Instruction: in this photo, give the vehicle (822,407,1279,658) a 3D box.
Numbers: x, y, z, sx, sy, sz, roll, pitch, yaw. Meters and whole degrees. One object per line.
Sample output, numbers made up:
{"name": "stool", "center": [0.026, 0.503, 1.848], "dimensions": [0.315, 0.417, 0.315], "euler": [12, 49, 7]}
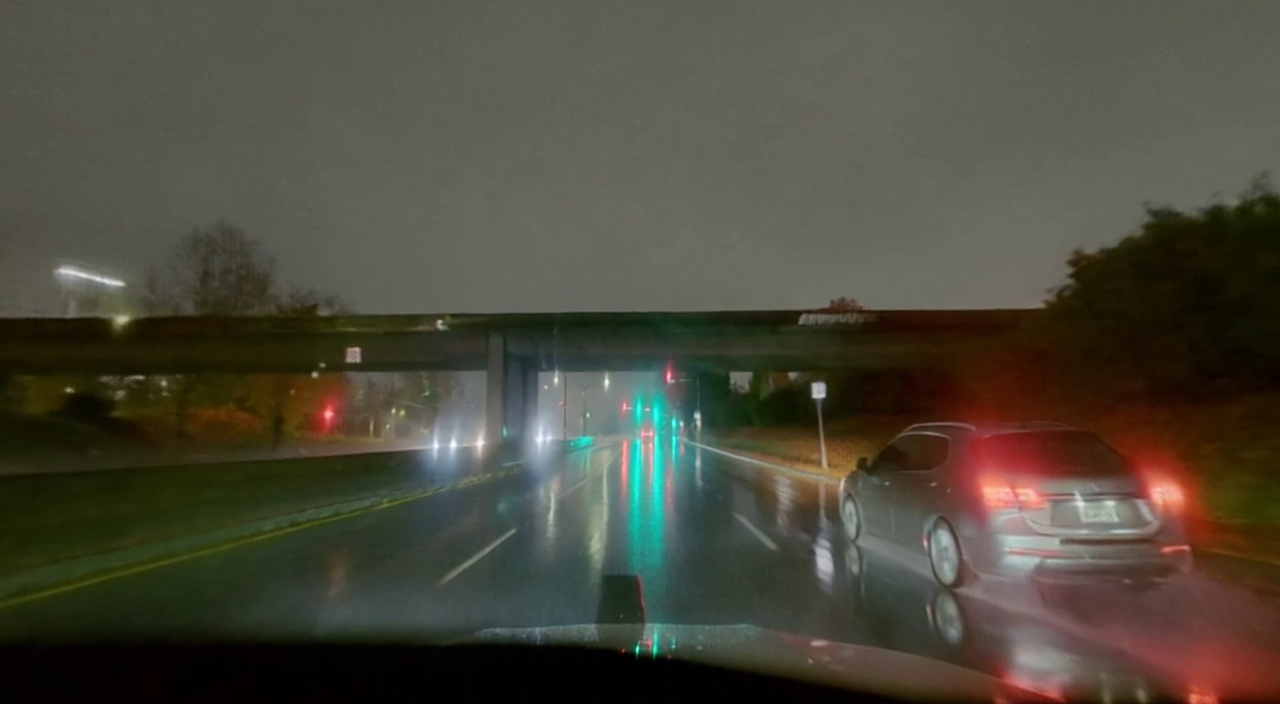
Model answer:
{"name": "vehicle", "center": [3.486, 1.461, 6.196], "dimensions": [2.063, 1.542, 4.420], "euler": [0, -9, 0]}
